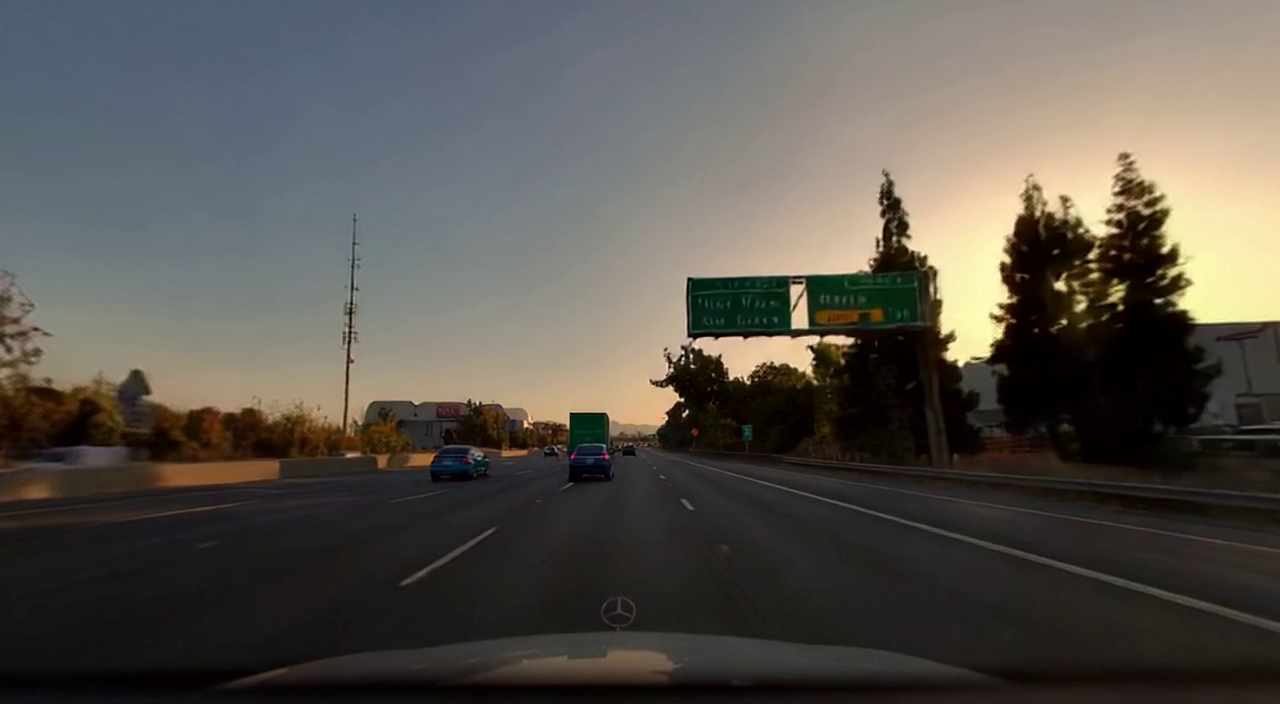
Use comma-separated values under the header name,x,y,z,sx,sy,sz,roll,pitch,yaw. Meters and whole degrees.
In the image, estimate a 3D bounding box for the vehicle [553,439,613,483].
name,x,y,z,sx,sy,sz,roll,pitch,yaw
vehicle,-2.288,4.483,26.305,2.033,1.669,4.112,0,-9,1

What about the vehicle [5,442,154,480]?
name,x,y,z,sx,sy,sz,roll,pitch,yaw
vehicle,-27.257,5.300,31.107,2.128,1.667,5.661,0,-9,0

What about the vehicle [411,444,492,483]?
name,x,y,z,sx,sy,sz,roll,pitch,yaw
vehicle,-7.766,4.629,26.487,2.026,1.477,4.467,0,-9,0
